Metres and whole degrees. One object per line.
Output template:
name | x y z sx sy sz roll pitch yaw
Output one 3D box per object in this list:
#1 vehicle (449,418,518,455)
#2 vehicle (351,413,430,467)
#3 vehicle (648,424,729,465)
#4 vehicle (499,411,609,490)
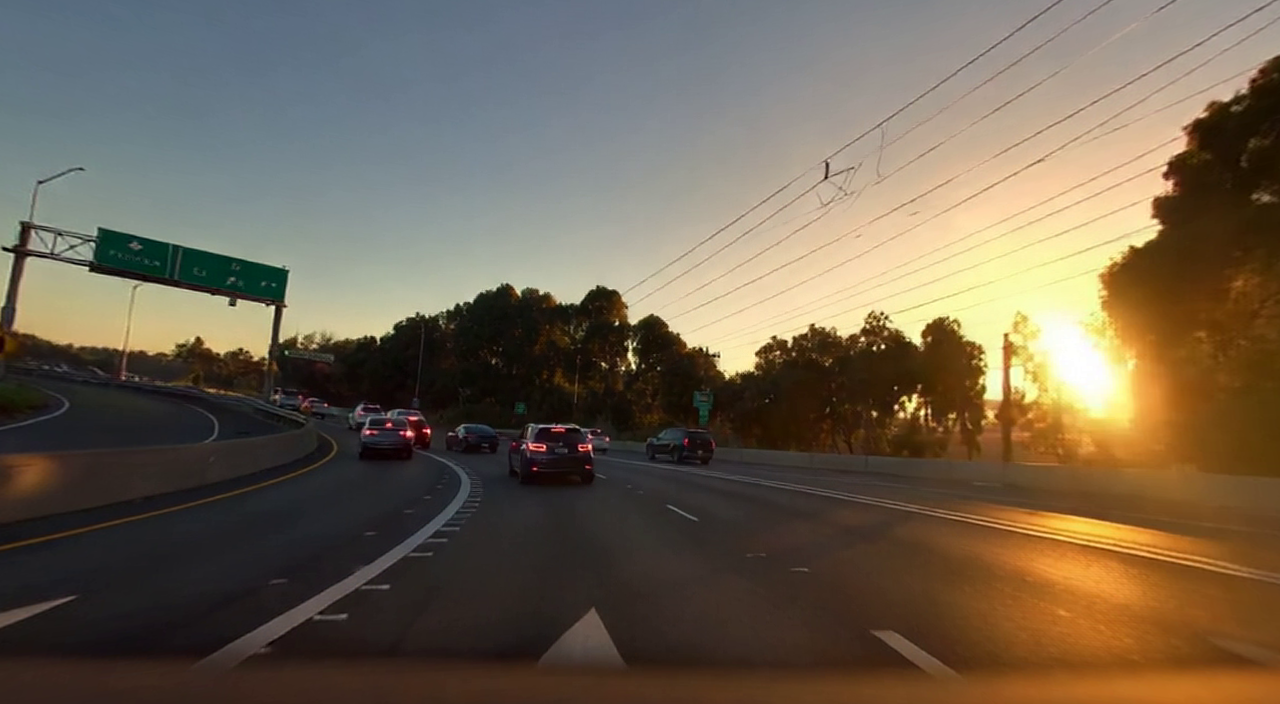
vehicle | -6.980 3.754 27.809 1.832 1.473 4.364 4 -9 -28
vehicle | -7.907 2.820 20.182 2.033 1.501 4.623 3 -9 -20
vehicle | 2.233 4.471 30.560 2.079 1.807 4.682 3 -9 -21
vehicle | -2.354 2.493 16.150 2.140 1.724 4.304 2 -9 -16
